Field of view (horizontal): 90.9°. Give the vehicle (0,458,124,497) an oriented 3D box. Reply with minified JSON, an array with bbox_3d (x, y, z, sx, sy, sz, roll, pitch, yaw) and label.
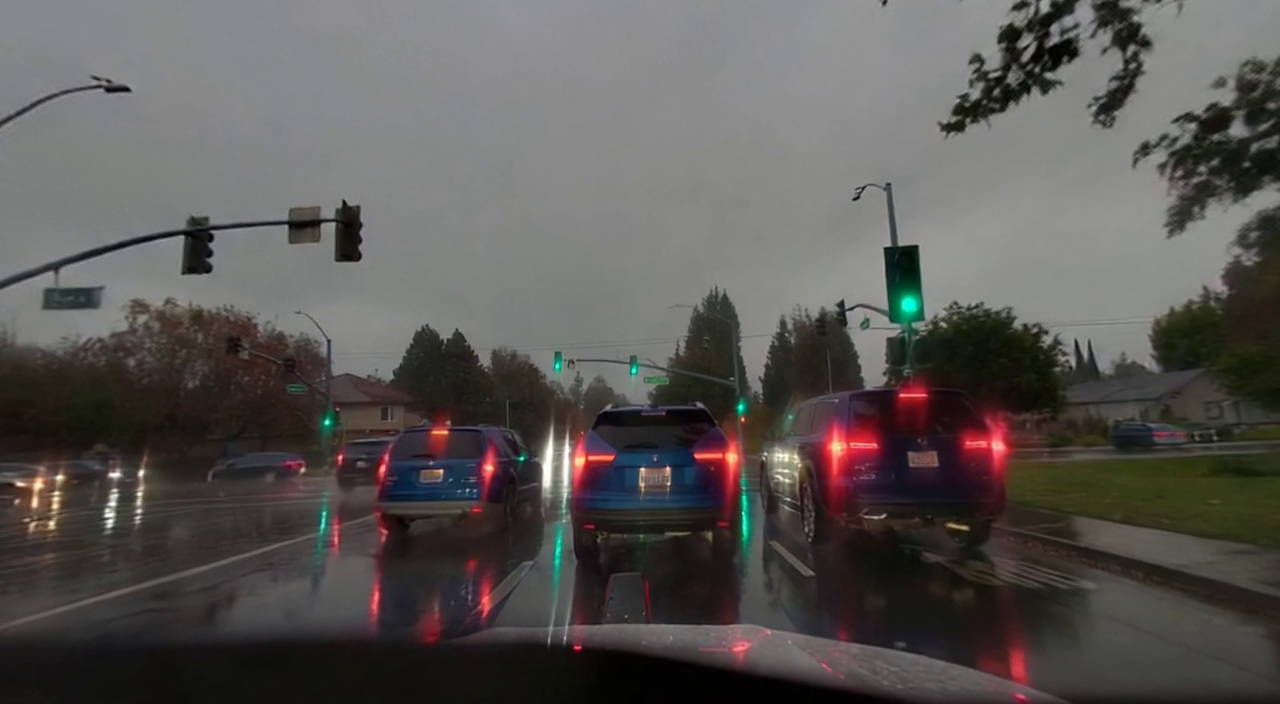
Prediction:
[{"bbox_3d":[-24.008,5.046,25.540,4.383,1.456,1.999,0,-8,-1],"label":"vehicle"}]

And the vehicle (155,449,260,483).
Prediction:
[{"bbox_3d":[-22.581,5.934,32.986,4.316,1.689,2.108,-3,-9,15],"label":"vehicle"}]

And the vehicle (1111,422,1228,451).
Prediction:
[{"bbox_3d":[28.139,4.513,33.617,4.512,1.444,1.859,-1,-8,0],"label":"vehicle"}]

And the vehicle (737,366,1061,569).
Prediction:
[{"bbox_3d":[3.091,1.593,9.356,2.338,2.063,5.672,0,-8,0],"label":"vehicle"}]

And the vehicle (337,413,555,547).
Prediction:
[{"bbox_3d":[-2.742,1.938,10.218,2.058,1.659,4.514,0,-8,0],"label":"vehicle"}]

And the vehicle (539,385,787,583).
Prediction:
[{"bbox_3d":[0.182,1.504,7.883,2.235,1.778,4.178,0,-8,-1],"label":"vehicle"}]
